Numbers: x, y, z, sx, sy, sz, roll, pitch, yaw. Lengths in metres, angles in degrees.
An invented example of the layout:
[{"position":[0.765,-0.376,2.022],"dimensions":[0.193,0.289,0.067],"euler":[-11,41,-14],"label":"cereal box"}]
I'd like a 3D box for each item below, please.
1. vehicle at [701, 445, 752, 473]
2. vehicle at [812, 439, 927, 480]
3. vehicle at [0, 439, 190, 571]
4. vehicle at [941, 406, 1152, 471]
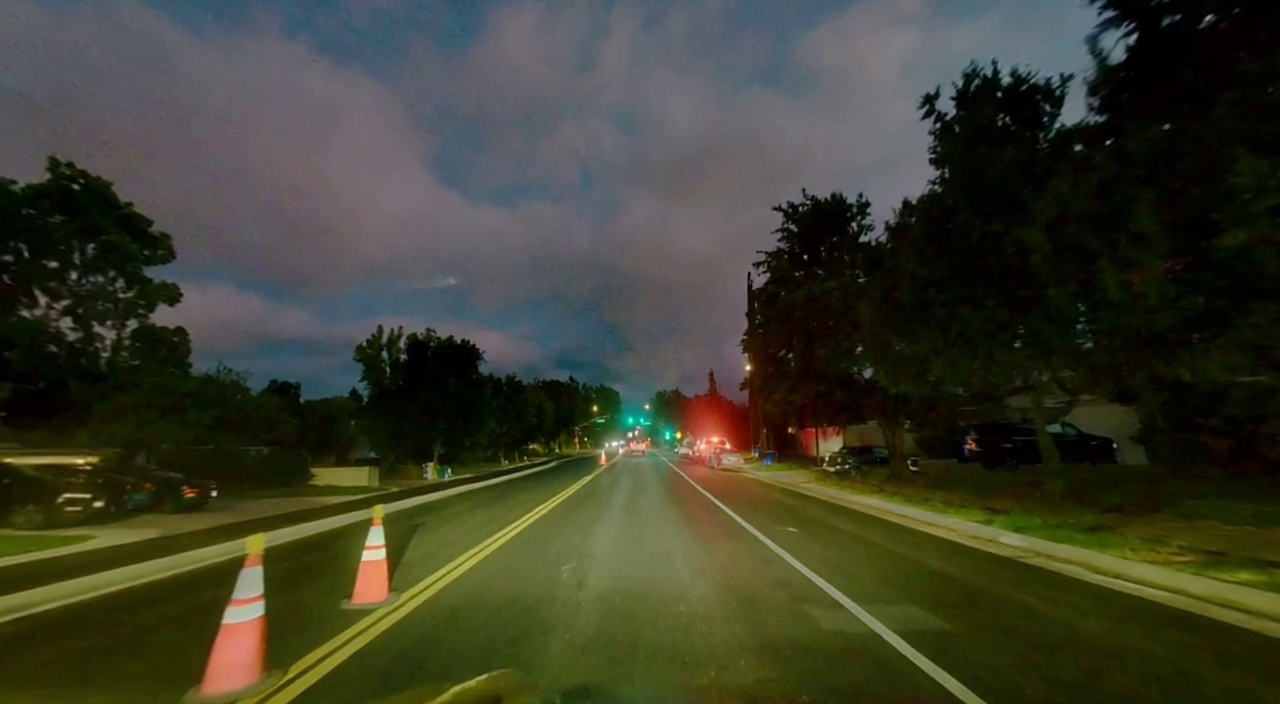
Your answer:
[{"position":[4.306,5.404,32.194],"dimensions":[1.928,1.333,4.586],"euler":[0,-9,0],"label":"vehicle"},{"position":[8.472,3.977,23.551],"dimensions":[3.561,1.465,1.870],"euler":[0,-8,-2],"label":"vehicle"},{"position":[-10.686,2.609,10.895],"dimensions":[2.663,1.926,4.303],"euler":[-6,-9,2],"label":"vehicle"},{"position":[14.962,3.228,23.599],"dimensions":[6.037,2.247,2.657],"euler":[0,-9,-2],"label":"vehicle"}]
